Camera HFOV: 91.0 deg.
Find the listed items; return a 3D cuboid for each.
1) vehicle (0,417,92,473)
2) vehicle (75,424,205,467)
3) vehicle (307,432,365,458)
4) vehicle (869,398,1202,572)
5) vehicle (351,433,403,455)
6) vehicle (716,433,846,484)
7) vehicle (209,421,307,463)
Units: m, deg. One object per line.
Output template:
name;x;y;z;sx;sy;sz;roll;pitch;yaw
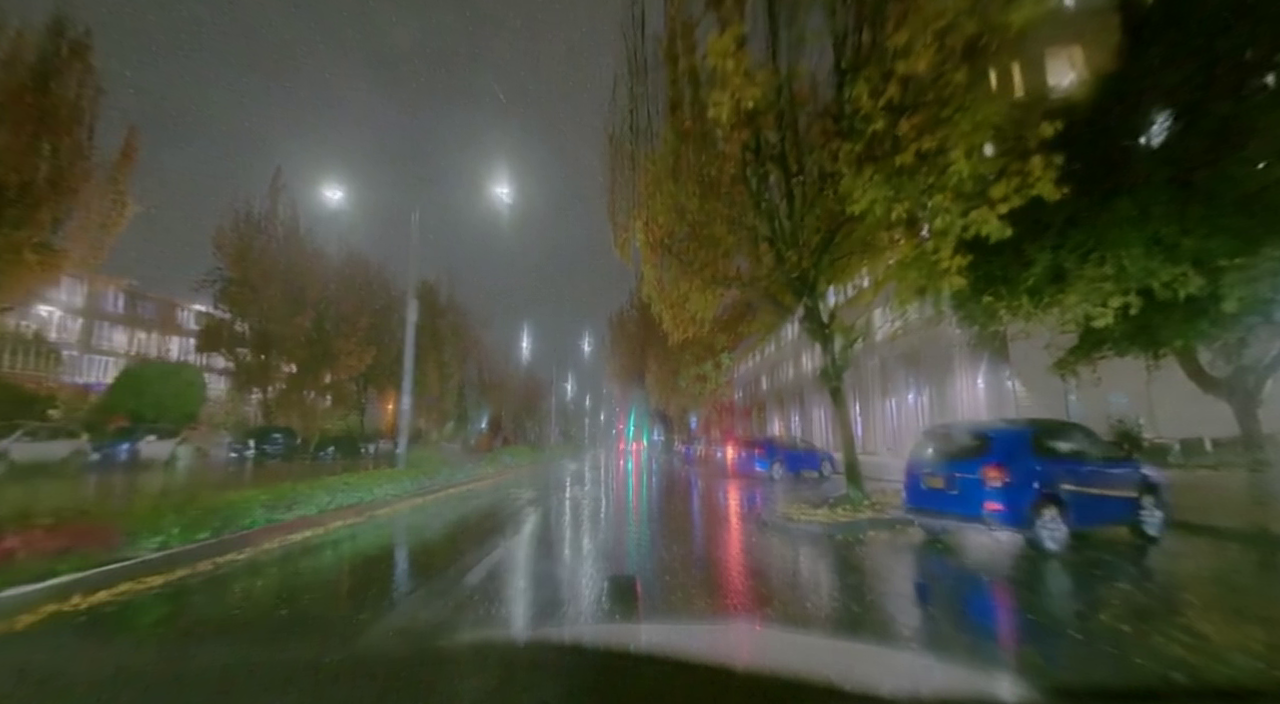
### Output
vehicle;-19.023;2.810;19.003;1.729;1.566;3.462;-1;-8;1
vehicle;-19.057;3.591;24.243;1.822;1.506;3.809;-1;-8;1
vehicle;-19.097;5.855;39.703;1.807;1.501;4.134;0;-8;-3
vehicle;5.000;1.507;7.859;3.995;1.604;1.973;5;-10;-34
vehicle;-19.059;6.722;45.816;1.811;1.502;4.639;0;-8;-1
vehicle;4.683;3.435;20.686;4.047;1.497;1.898;5;-10;-35
vehicle;-19.055;4.517;31.682;1.972;1.839;4.553;3;-8;1
